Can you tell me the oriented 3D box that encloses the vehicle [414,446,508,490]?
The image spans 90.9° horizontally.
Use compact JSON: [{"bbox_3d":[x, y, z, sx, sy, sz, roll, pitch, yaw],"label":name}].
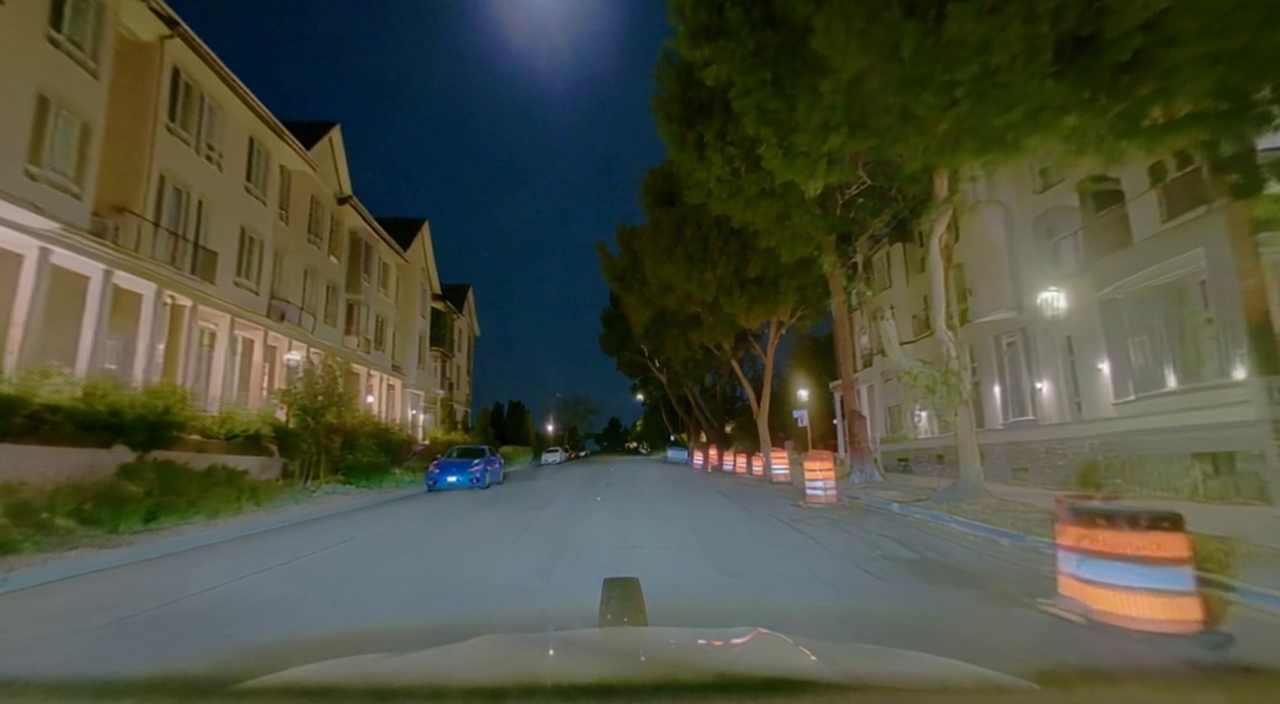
[{"bbox_3d":[-6.651,4.341,24.006,2.137,1.481,4.503,0,-9,1],"label":"vehicle"}]
